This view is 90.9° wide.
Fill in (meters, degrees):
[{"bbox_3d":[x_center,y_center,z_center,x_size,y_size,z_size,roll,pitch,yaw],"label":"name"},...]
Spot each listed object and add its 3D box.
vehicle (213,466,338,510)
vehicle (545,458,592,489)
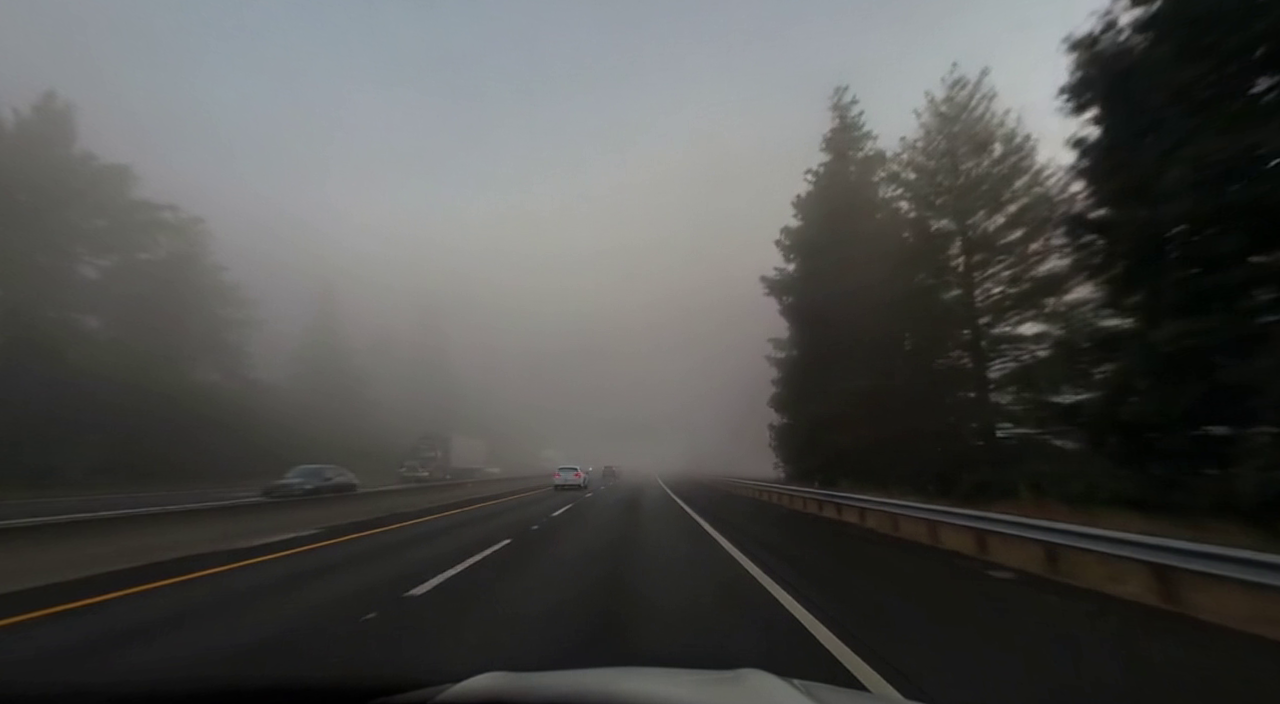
[{"bbox_3d":[-13.238,4.956,23.270,1.837,1.427,4.498,1,-10,1],"label":"vehicle"},{"bbox_3d":[-4.226,7.349,38.157,2.160,1.721,4.368,1,-10,2],"label":"vehicle"}]
